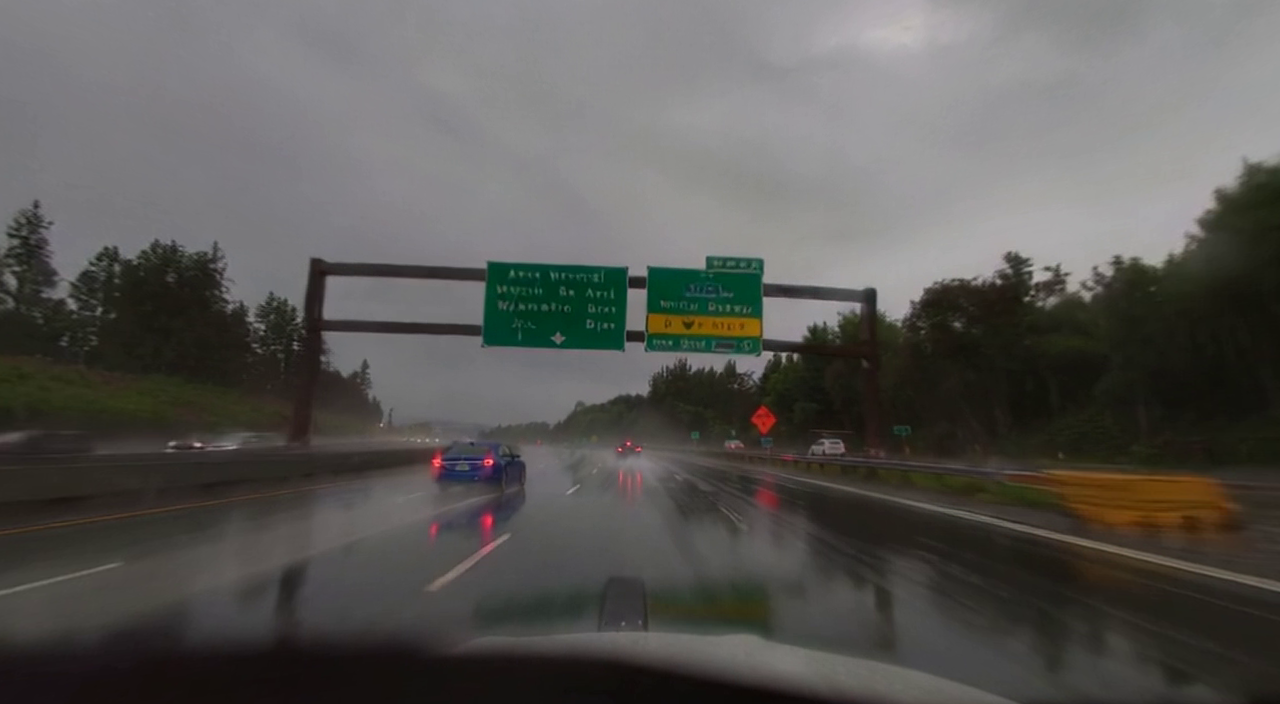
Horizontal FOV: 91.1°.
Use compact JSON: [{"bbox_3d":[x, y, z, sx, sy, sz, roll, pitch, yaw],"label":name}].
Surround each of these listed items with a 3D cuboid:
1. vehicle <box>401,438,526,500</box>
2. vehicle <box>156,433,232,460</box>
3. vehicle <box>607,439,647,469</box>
[{"bbox_3d":[-4.422,2.987,16.530,2.001,1.415,4.360,0,-8,0],"label":"vehicle"},{"bbox_3d":[-29.952,6.334,42.325,1.912,1.707,4.472,0,-8,-2],"label":"vehicle"},{"bbox_3d":[-0.713,5.398,33.437,1.963,1.462,4.681,0,-8,-1],"label":"vehicle"}]
